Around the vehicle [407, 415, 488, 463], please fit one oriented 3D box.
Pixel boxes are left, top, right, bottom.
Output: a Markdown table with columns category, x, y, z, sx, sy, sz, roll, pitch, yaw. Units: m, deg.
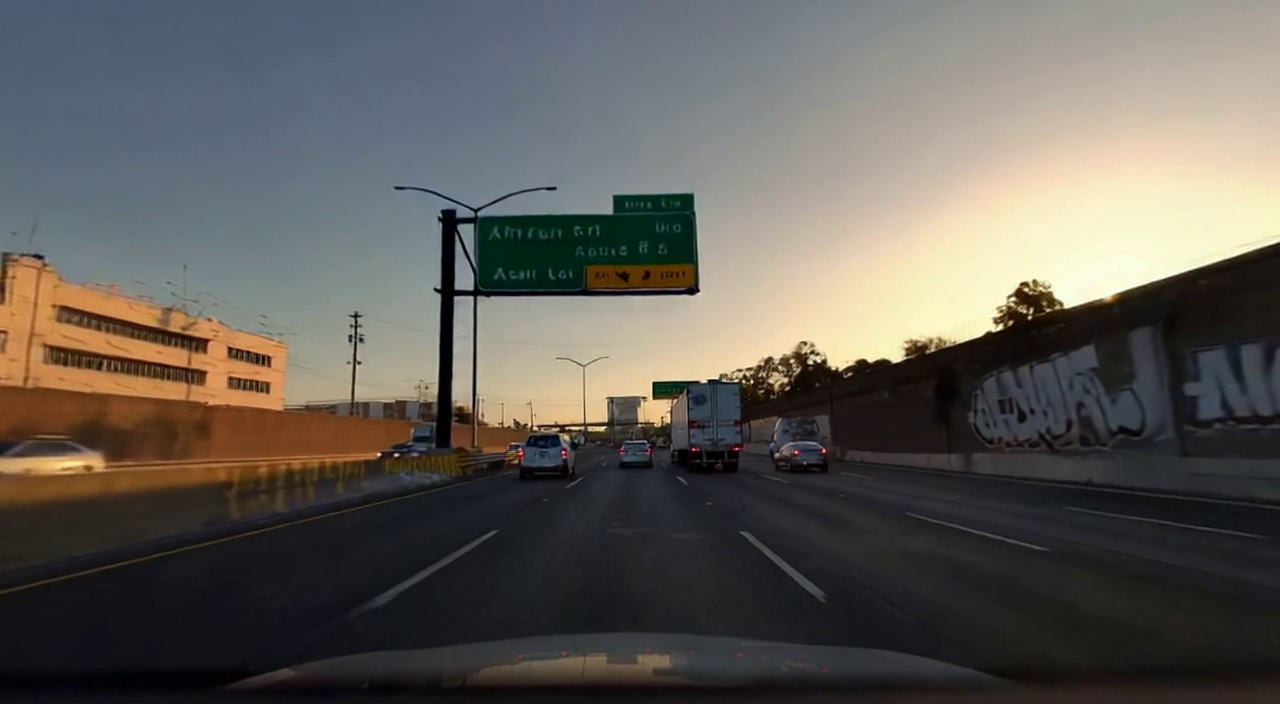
| category | x | y | z | sx | sy | sz | roll | pitch | yaw |
| --- | --- | --- | --- | --- | --- | --- | --- | --- | --- |
| vehicle | -14.366 | 6.722 | 48.306 | 2.928 | 3.237 | 10.432 | 0 | -9 | 0 |

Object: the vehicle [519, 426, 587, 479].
| category | x | y | z | sx | sy | sz | roll | pitch | yaw |
| --- | --- | --- | --- | --- | --- | --- | --- | --- | --- |
| vehicle | -3.296 | 3.940 | 24.975 | 2.249 | 1.843 | 5.176 | 0 | -9 | -3 |

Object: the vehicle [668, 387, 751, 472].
| category | x | y | z | sx | sy | sz | roll | pitch | yaw |
| --- | --- | --- | --- | --- | --- | --- | --- | --- | --- |
| vehicle | 3.344 | 4.285 | 33.716 | 2.976 | 3.806 | 10.591 | 0 | -9 | -1 |

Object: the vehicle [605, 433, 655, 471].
| category | x | y | z | sx | sy | sz | roll | pitch | yaw |
| --- | --- | --- | --- | --- | --- | --- | --- | --- | --- |
| vehicle | -0.463 | 4.740 | 29.984 | 2.191 | 1.685 | 4.015 | 0 | -9 | 0 |

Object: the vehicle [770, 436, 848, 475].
| category | x | y | z | sx | sy | sz | roll | pitch | yaw |
| --- | --- | --- | --- | --- | --- | --- | --- | --- | --- |
| vehicle | 7.073 | 4.390 | 26.965 | 1.915 | 1.476 | 4.677 | 0 | -9 | -1 |
